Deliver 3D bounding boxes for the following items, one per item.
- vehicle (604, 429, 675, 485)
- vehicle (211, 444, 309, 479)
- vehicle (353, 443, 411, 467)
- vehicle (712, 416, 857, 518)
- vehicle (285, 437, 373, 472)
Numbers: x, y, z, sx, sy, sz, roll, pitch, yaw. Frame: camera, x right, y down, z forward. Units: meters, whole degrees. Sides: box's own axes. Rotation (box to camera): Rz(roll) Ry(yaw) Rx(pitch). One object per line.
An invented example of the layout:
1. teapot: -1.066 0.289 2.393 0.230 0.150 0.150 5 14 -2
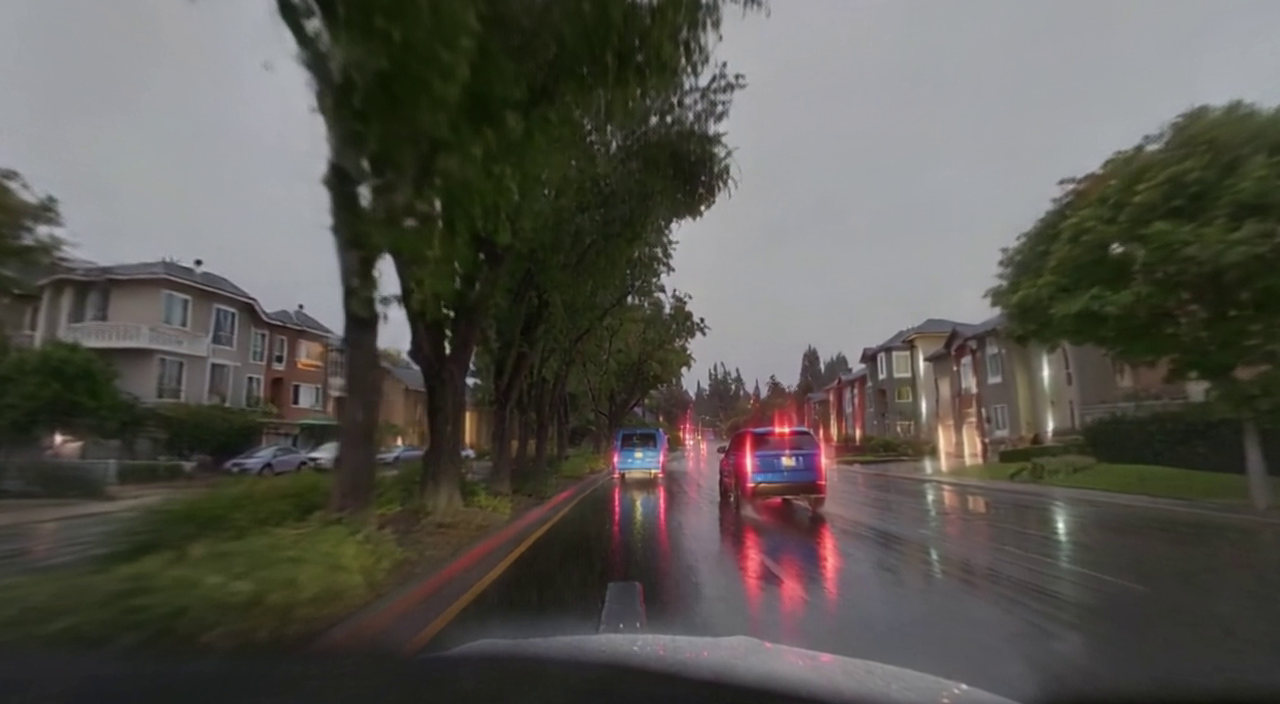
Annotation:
1. vehicle: 0.043 3.868 23.560 2.345 1.841 5.032 0 -9 1
2. vehicle: -18.644 5.421 31.333 1.954 1.570 4.828 1 -10 -2
3. vehicle: -18.311 7.372 45.111 1.961 1.556 4.791 -1 -10 3
4. vehicle: 2.872 2.425 13.726 2.033 1.823 4.409 0 -9 -1
5. vehicle: -18.367 6.143 37.701 2.195 1.894 5.489 -2 -10 3
